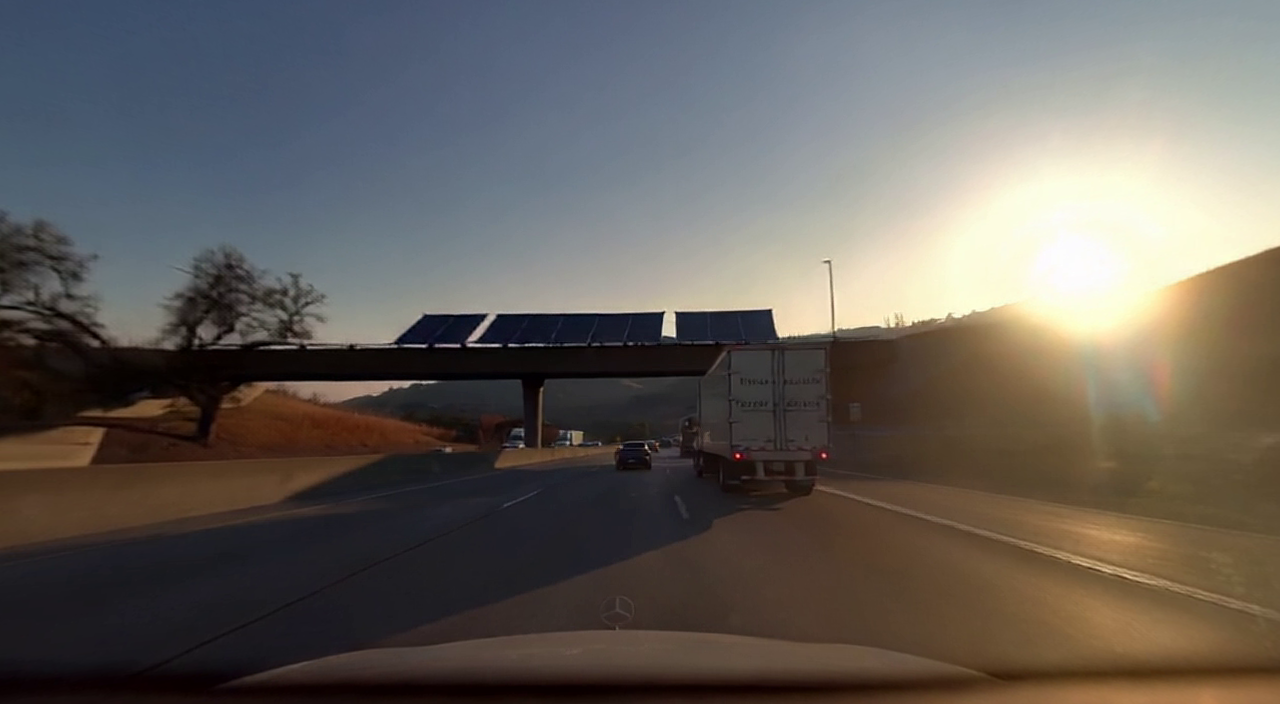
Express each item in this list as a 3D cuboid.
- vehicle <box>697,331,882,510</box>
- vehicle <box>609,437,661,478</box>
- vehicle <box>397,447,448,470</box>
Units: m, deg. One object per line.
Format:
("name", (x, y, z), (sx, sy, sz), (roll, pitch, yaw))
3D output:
("vehicle", (3.471, 2.082, 17.820), (2.967, 3.633, 10.015), (-1, -8, 1))
("vehicle", (-0.141, 4.436, 26.854), (2.066, 1.581, 4.268), (-1, -8, 2))
("vehicle", (-15.504, 7.621, 45.203), (1.827, 1.455, 4.567), (-1, -8, 3))
